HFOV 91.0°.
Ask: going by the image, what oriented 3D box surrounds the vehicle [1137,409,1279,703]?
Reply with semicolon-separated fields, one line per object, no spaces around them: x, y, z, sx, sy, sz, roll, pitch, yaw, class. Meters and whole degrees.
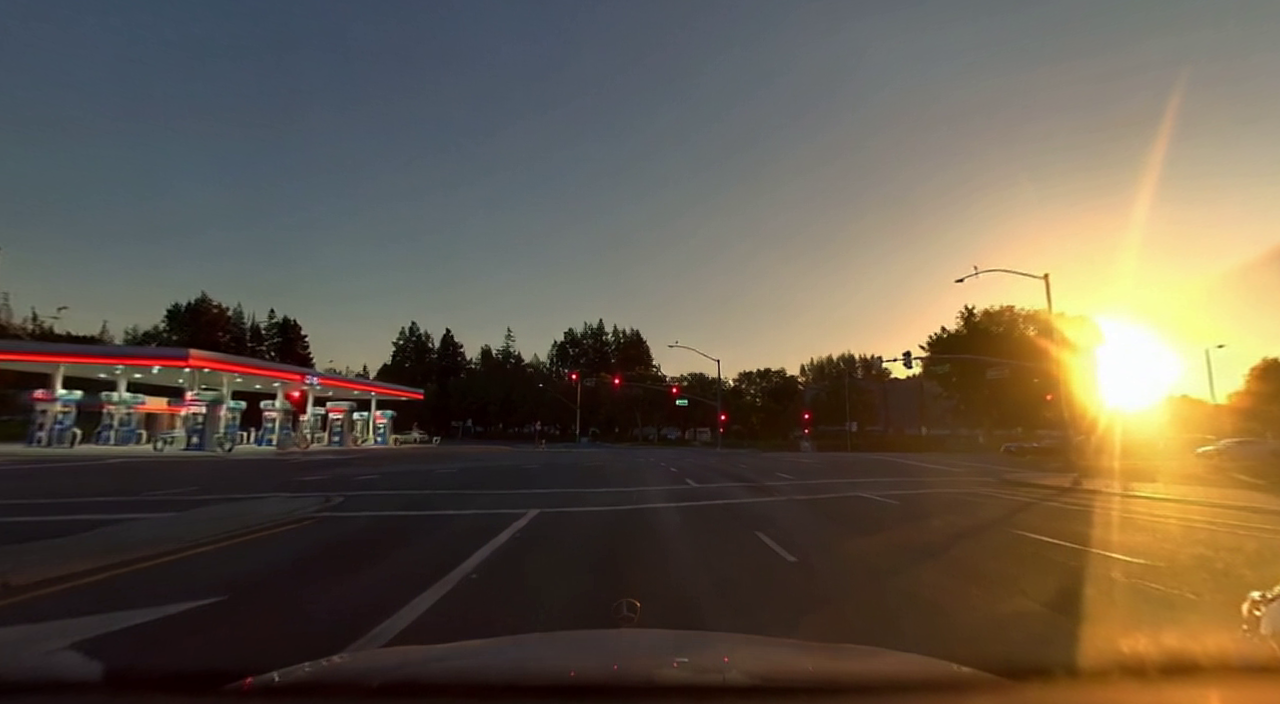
3.252;0.676;0.530;2.023;1.437;4.477;0;-8;0;vehicle
